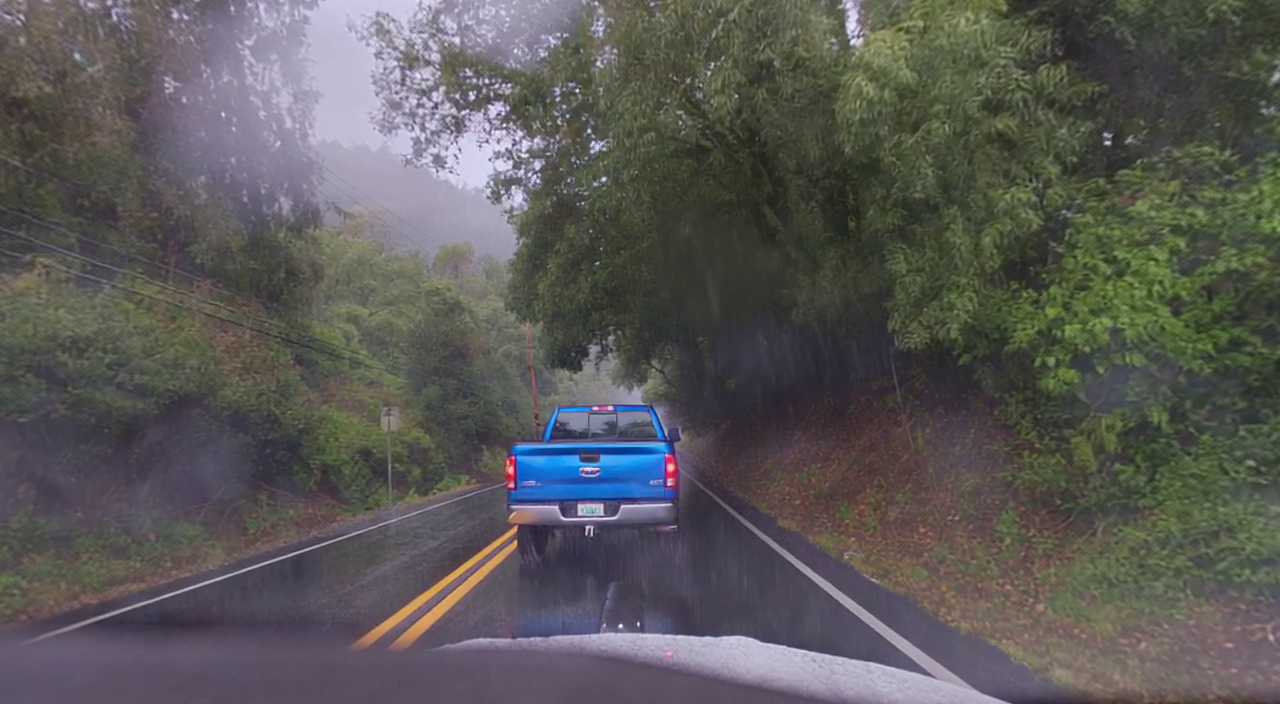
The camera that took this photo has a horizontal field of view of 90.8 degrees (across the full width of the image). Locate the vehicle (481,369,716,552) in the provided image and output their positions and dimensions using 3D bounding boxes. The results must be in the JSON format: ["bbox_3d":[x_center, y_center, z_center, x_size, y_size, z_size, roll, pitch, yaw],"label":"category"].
[{"bbox_3d":[-0.532,1.744,10.697,2.837,2.223,5.885,0,-8,-1],"label":"vehicle"}]
